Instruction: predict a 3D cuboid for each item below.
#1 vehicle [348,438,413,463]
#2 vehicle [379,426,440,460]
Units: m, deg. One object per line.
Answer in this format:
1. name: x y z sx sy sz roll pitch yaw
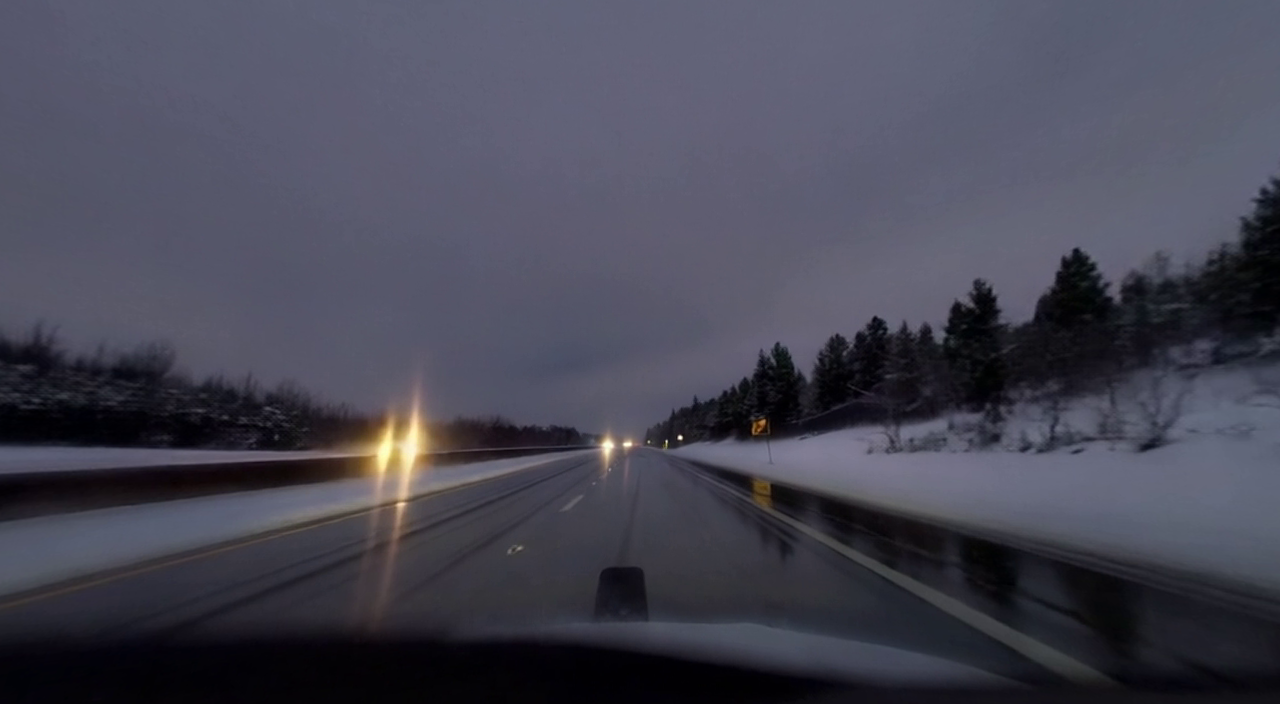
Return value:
1. vehicle: -15.901 6.069 38.882 2.142 1.456 4.453 0 -8 0
2. vehicle: -16.059 6.398 44.243 2.212 2.251 5.215 0 -8 1
